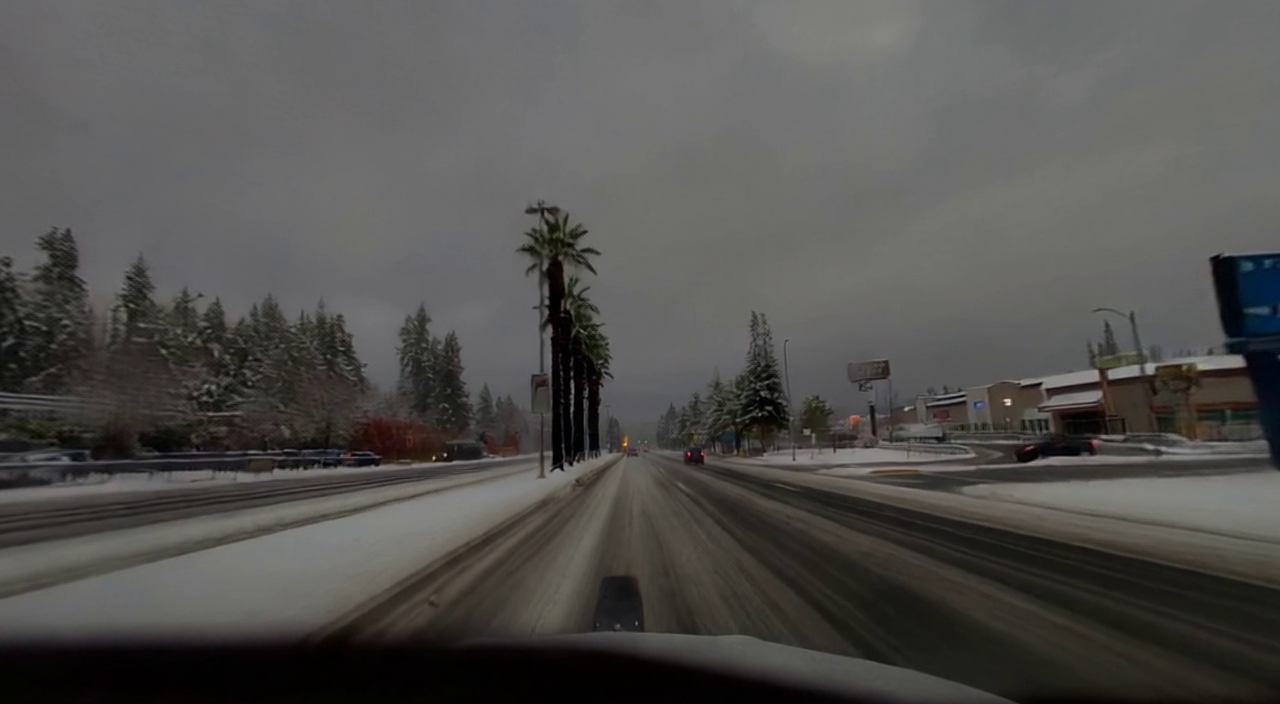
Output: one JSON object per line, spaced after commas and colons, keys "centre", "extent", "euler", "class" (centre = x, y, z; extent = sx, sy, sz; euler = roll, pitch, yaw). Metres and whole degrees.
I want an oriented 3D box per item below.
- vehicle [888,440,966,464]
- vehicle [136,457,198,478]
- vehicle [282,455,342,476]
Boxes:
{"centre": [20.181, 7.070, 44.389], "extent": [4.472, 1.521, 2.090], "euler": [-1, -10, -3], "class": "vehicle"}
{"centre": [-37.383, 9.123, 49.851], "extent": [1.870, 1.477, 3.984], "euler": [0, -8, -2], "class": "vehicle"}
{"centre": [-25.750, 8.907, 49.633], "extent": [1.970, 1.446, 4.674], "euler": [-3, -10, 4], "class": "vehicle"}
